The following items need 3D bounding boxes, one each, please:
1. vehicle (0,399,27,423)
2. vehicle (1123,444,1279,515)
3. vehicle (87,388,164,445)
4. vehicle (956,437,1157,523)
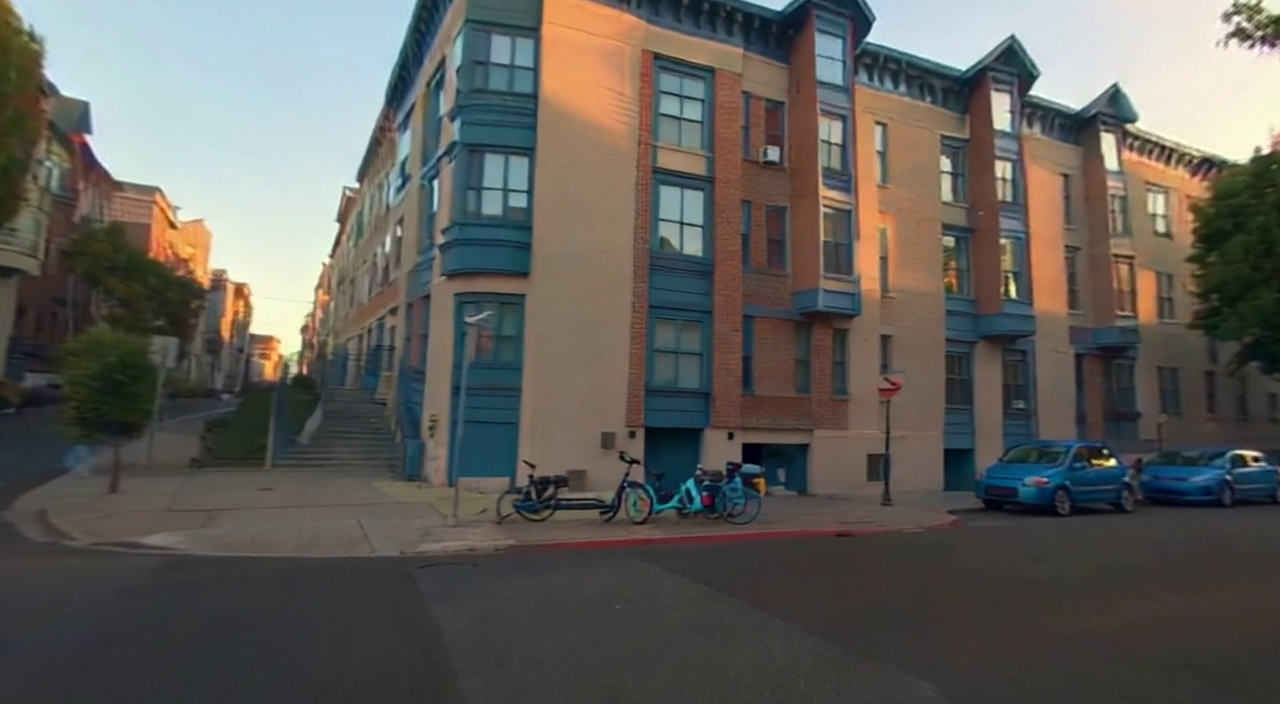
[{"bbox_3d":[-41.716,3.898,41.255,1.777,1.459,3.676,7,-10,-41],"label":"vehicle"},{"bbox_3d":[13.767,2.893,14.773,4.294,1.427,1.830,3,-8,-22],"label":"vehicle"},{"bbox_3d":[-20.795,2.671,25.448,2.072,2.074,4.358,6,-10,-39],"label":"vehicle"},{"bbox_3d":[8.376,2.476,12.680,3.414,1.519,1.719,3,-8,-24],"label":"vehicle"}]
